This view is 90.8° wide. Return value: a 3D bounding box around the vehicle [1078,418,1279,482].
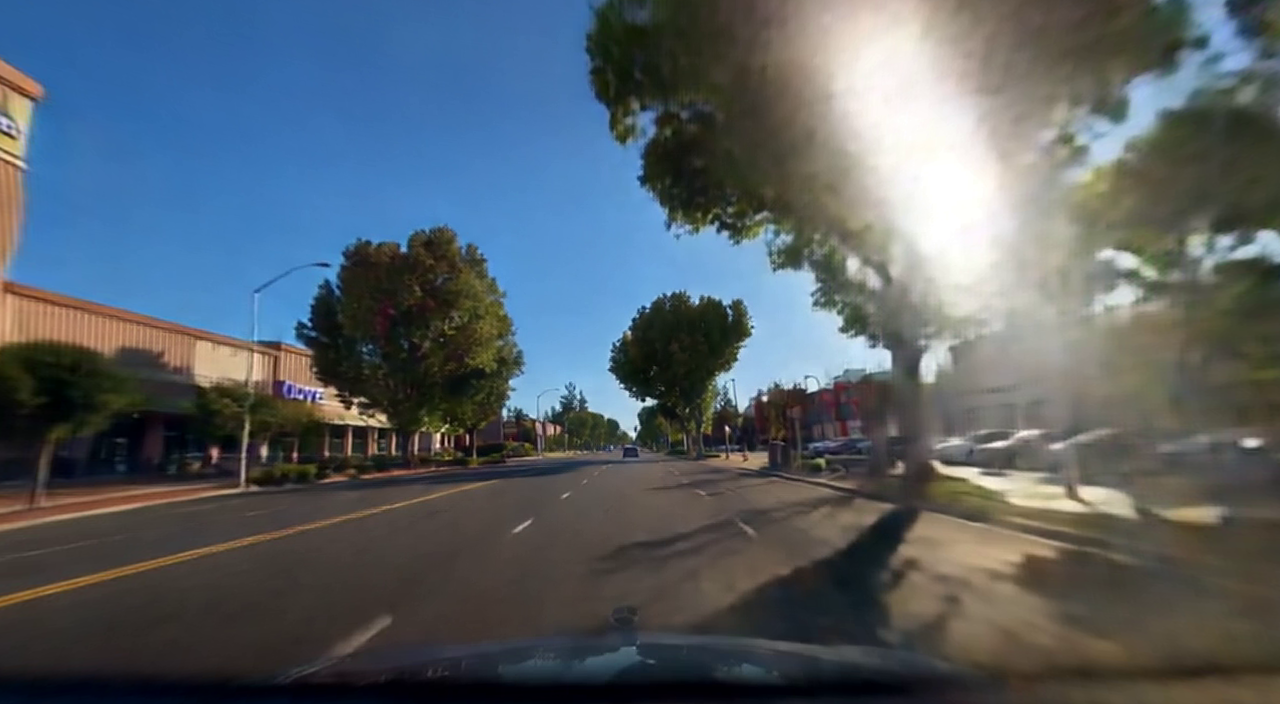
[{"bbox_3d":[15.437,2.781,18.034,4.339,1.673,2.018,0,-8,-2],"label":"vehicle"}]
